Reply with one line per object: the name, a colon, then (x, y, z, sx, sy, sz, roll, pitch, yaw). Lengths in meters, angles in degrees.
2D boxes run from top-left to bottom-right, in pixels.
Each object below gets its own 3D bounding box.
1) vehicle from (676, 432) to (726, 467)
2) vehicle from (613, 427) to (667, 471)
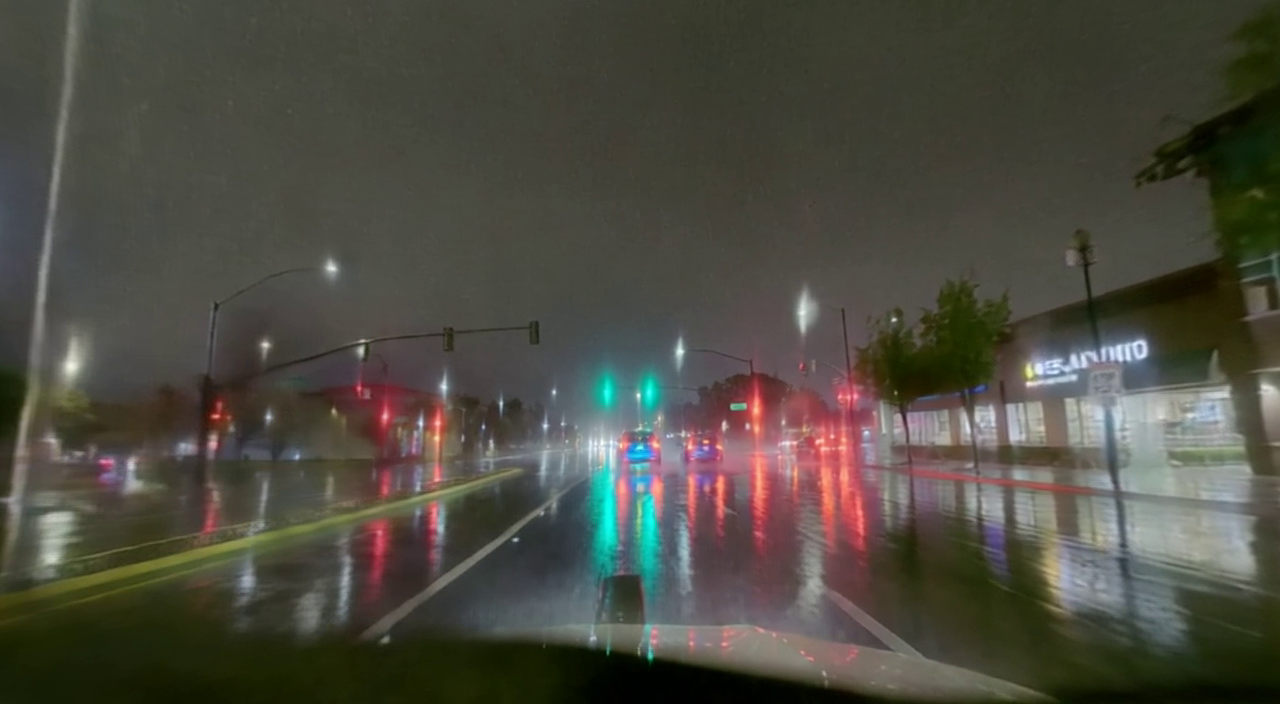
vehicle: (3.222, 5.228, 34.074, 2.107, 1.736, 4.228, 0, -8, -2)
vehicle: (-0.098, 4.714, 30.845, 2.413, 1.939, 4.716, 0, -8, -2)
